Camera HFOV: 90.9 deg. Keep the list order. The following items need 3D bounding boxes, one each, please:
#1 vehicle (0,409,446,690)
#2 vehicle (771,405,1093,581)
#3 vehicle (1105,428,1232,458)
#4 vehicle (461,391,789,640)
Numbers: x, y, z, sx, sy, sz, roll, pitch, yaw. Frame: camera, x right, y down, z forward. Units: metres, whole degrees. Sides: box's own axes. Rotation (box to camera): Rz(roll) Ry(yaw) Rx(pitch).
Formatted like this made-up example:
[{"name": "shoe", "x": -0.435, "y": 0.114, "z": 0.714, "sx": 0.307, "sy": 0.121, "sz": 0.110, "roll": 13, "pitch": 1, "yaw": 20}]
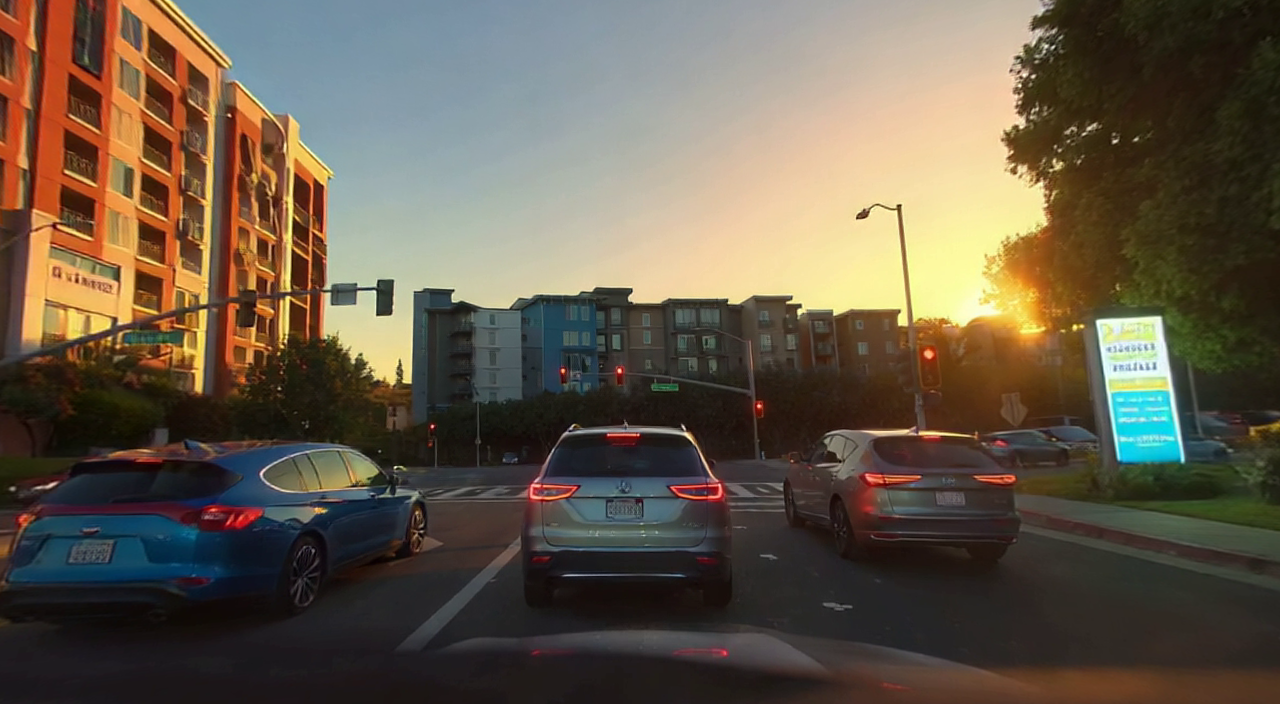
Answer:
[{"name": "vehicle", "x": -3.545, "y": 1.423, "z": 5.823, "sx": 1.906, "sy": 1.524, "sz": 4.547, "roll": 0, "pitch": -8, "yaw": 2}, {"name": "vehicle", "x": 3.219, "y": 1.662, "z": 8.258, "sx": 2.004, "sy": 1.646, "sz": 4.554, "roll": 0, "pitch": -8, "yaw": 0}, {"name": "vehicle", "x": 26.612, "y": 4.619, "z": 31.839, "sx": 4.723, "sy": 1.460, "sz": 1.904, "roll": 0, "pitch": -8, "yaw": -2}, {"name": "vehicle", "x": -0.111, "y": 1.414, "z": 6.442, "sx": 2.195, "sy": 1.662, "sz": 4.262, "roll": 0, "pitch": -8, "yaw": 0}]
